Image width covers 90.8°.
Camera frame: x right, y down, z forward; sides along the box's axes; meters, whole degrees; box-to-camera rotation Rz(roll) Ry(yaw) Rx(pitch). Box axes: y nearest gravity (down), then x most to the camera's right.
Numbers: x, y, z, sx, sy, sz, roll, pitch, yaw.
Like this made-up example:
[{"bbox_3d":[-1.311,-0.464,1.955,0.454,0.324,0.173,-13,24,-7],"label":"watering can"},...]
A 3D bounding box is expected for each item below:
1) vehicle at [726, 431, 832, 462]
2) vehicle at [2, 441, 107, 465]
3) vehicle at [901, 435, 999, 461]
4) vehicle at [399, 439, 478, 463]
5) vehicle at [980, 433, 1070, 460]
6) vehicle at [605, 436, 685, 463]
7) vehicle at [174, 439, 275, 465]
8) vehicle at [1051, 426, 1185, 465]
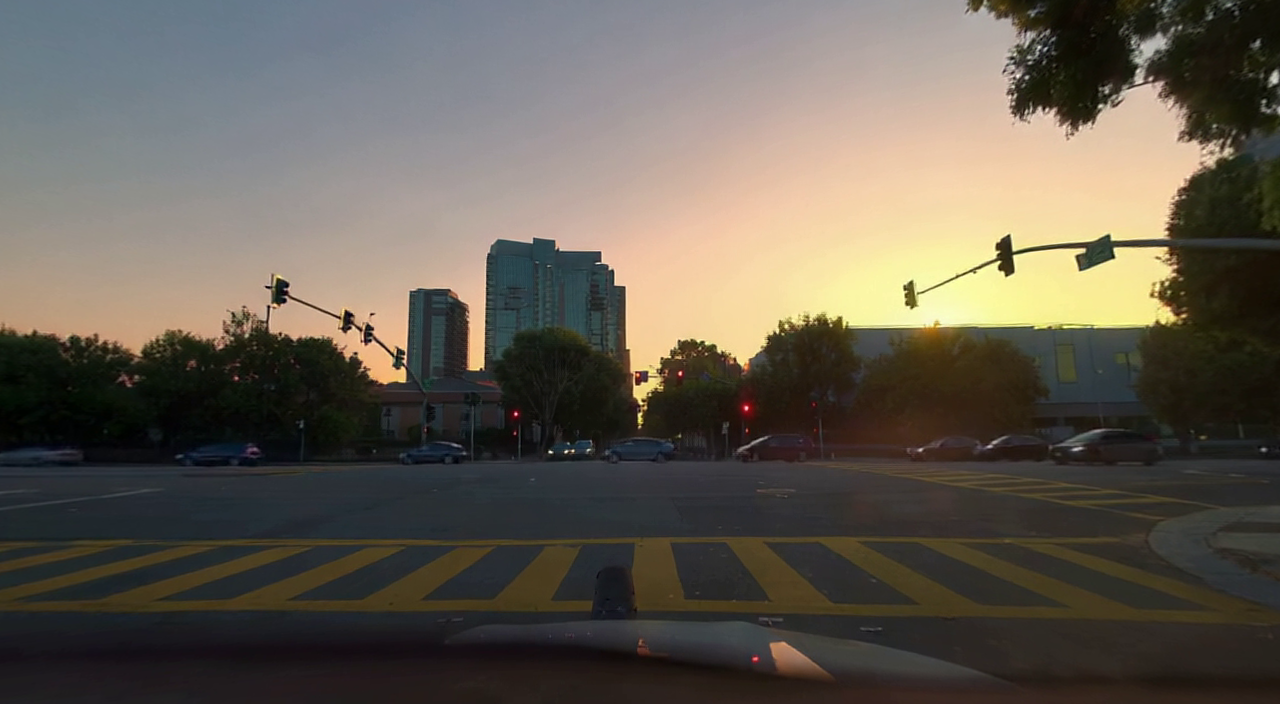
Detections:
[{"bbox_3d":[8.707,5.981,40.027,6.133,1.833,2.155,0,-9,1],"label":"vehicle"},{"bbox_3d":[-37.275,6.456,40.300,4.759,1.445,1.865,0,-9,-1],"label":"vehicle"},{"bbox_3d":[18.102,5.616,37.029,4.724,1.452,1.870,0,-9,1],"label":"vehicle"},{"bbox_3d":[-12.818,6.346,40.416,4.443,1.472,1.794,0,-9,0],"label":"vehicle"},{"bbox_3d":[24.674,6.079,40.584,4.488,1.667,1.869,0,-9,1],"label":"vehicle"},{"bbox_3d":[0.276,5.669,36.764,4.519,1.476,1.767,0,-9,0],"label":"vehicle"},{"bbox_3d":[-24.080,5.820,36.684,4.631,1.435,1.715,0,-9,0],"label":"vehicle"},{"bbox_3d":[23.033,4.519,30.596,4.662,1.764,2.064,-1,-9,2],"label":"vehicle"}]
